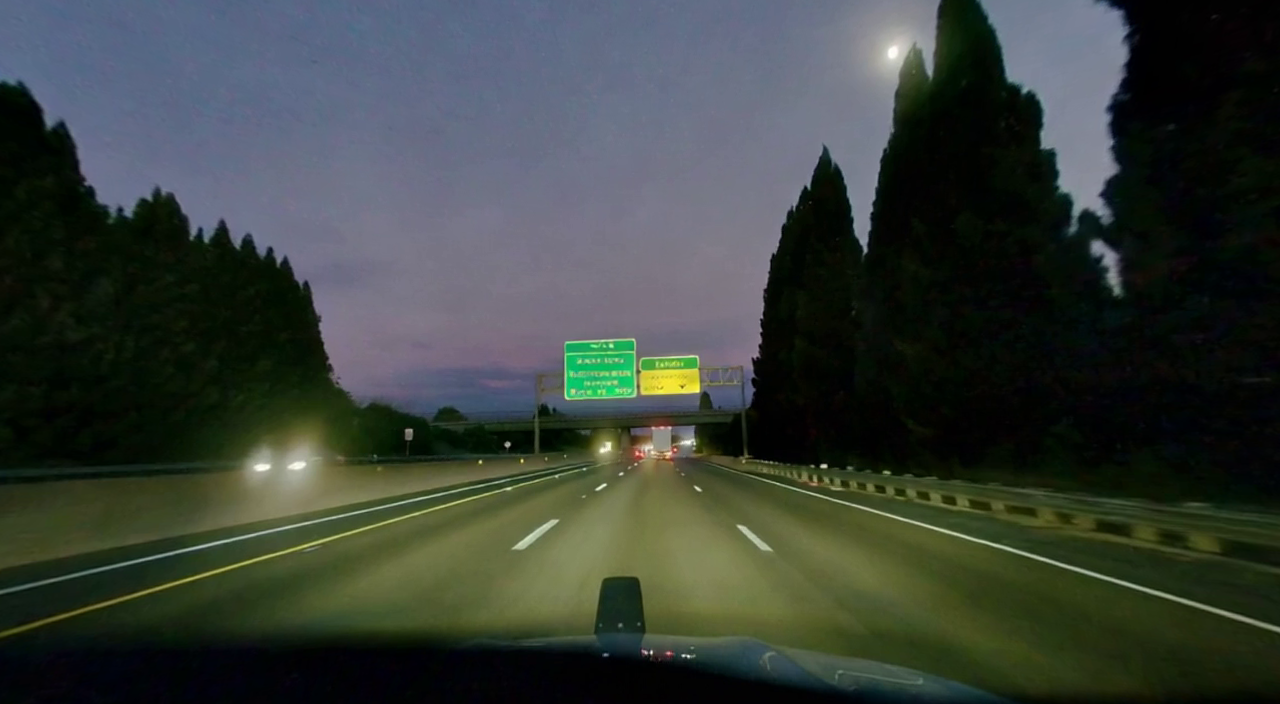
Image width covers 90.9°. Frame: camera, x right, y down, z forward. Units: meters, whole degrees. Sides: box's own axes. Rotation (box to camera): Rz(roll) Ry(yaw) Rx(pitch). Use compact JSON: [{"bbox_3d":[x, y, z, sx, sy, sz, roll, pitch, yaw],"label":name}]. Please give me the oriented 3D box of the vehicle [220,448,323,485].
[{"bbox_3d":[-15.229,4.736,26.316,1.729,1.405,4.086,-1,-9,2],"label":"vehicle"}]
